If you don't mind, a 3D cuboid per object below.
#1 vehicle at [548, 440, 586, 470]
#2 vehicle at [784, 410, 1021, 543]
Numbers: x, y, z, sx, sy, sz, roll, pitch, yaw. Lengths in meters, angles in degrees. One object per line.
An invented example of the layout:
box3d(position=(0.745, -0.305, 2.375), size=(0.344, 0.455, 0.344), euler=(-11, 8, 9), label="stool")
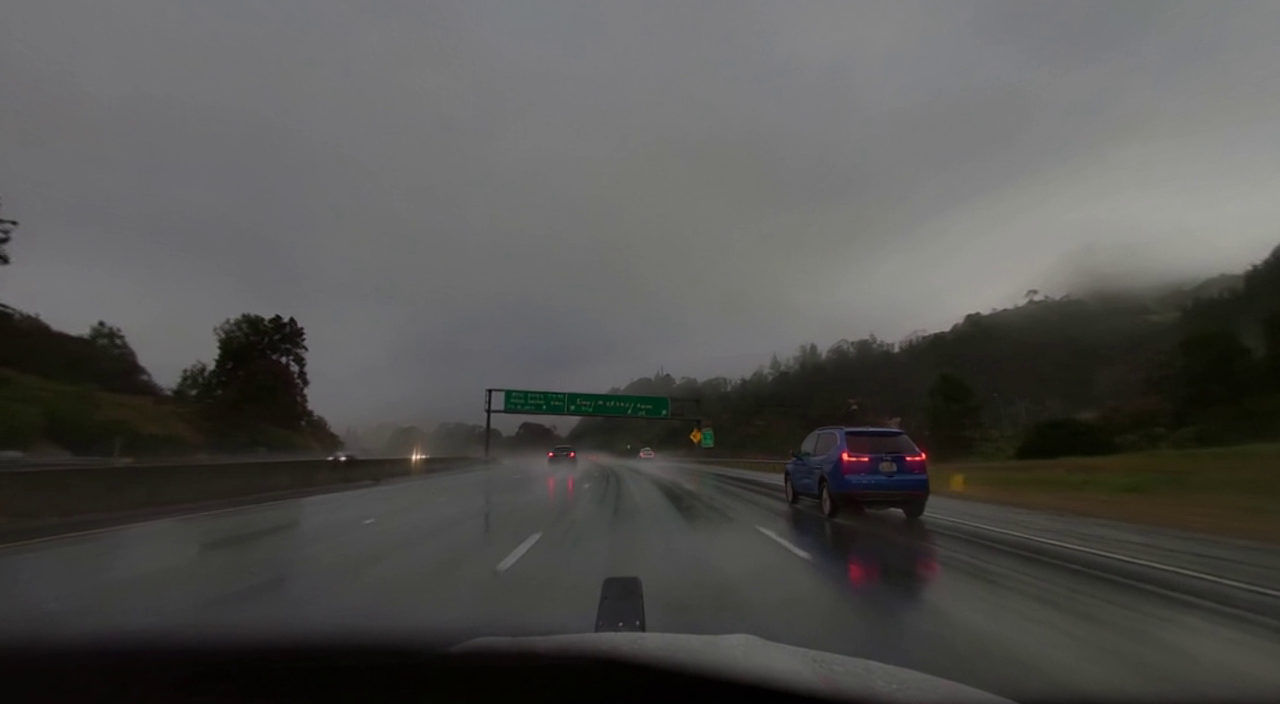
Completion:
box3d(position=(-5.552, 7.894, 48.583), size=(2.537, 2.121, 5.251), euler=(0, -9, -3), label="vehicle")
box3d(position=(4.362, 2.162, 11.607), size=(2.103, 1.903, 4.837), euler=(0, -9, -2), label="vehicle")
